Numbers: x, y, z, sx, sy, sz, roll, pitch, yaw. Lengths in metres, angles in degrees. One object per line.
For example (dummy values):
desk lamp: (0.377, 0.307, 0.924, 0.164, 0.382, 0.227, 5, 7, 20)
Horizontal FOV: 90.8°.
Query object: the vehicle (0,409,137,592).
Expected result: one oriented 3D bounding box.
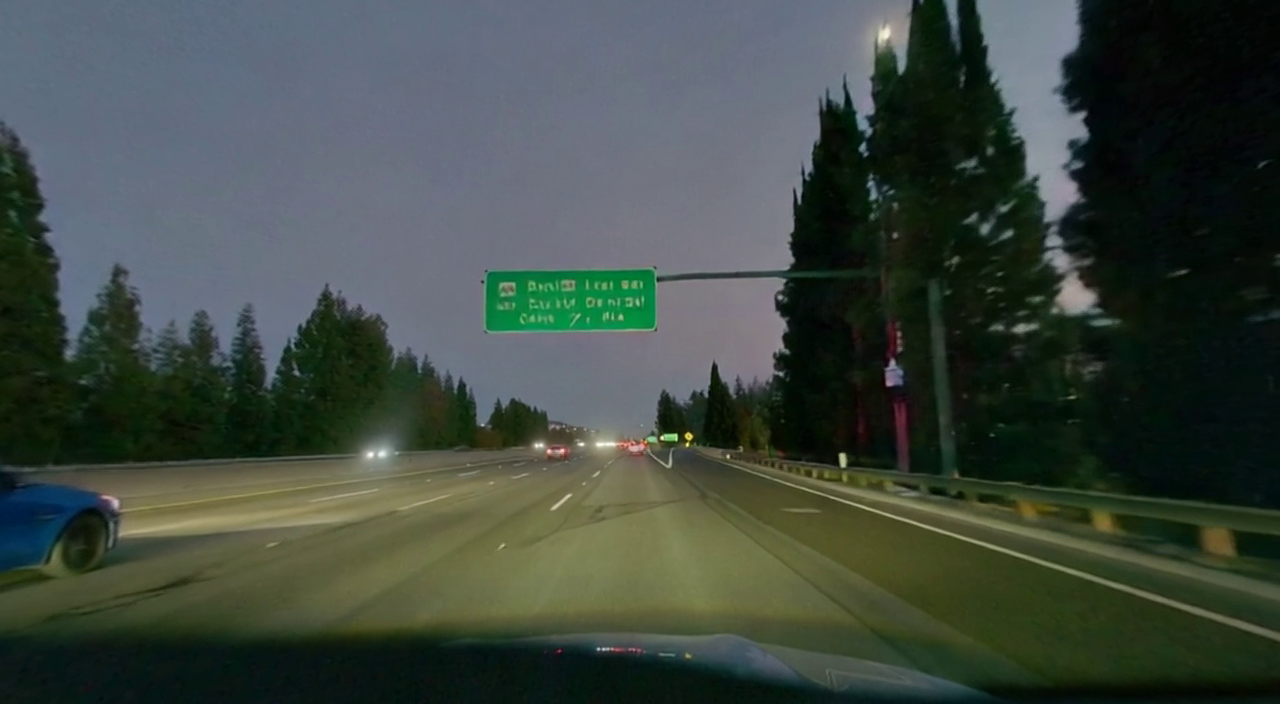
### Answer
vehicle: (-6.674, 1.168, 4.637, 2.016, 1.606, 4.806, 0, -9, -1)
